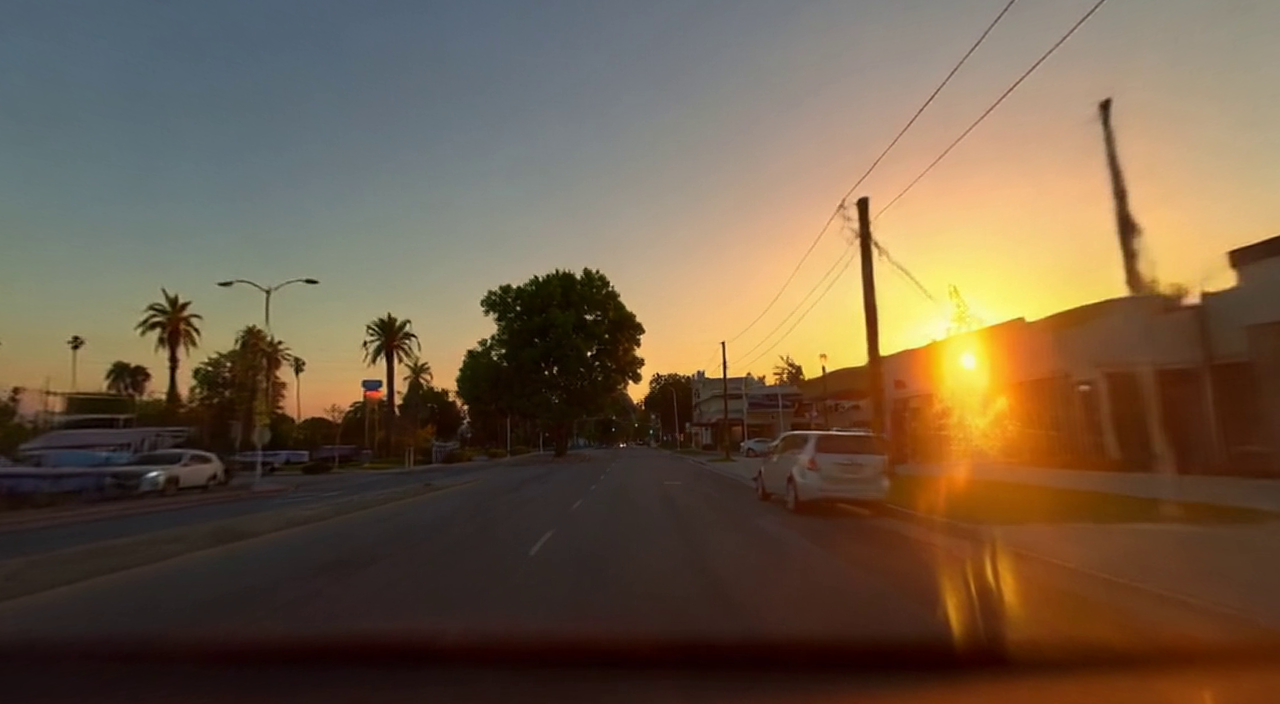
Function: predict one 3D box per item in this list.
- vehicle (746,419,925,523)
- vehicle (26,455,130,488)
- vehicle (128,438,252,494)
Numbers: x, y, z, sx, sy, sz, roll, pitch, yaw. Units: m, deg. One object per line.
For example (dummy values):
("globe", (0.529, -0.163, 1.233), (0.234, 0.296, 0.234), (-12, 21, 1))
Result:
("vehicle", (3.701, 2.350, 12.981), (2.138, 1.743, 4.363), (0, -9, -2))
("vehicle", (-37.785, 8.029, 42.567), (4.828, 1.948, 2.094), (-1, -9, -3))
("vehicle", (-19.456, 4.828, 27.195), (6.167, 2.125, 2.526), (-7, -11, 38))
